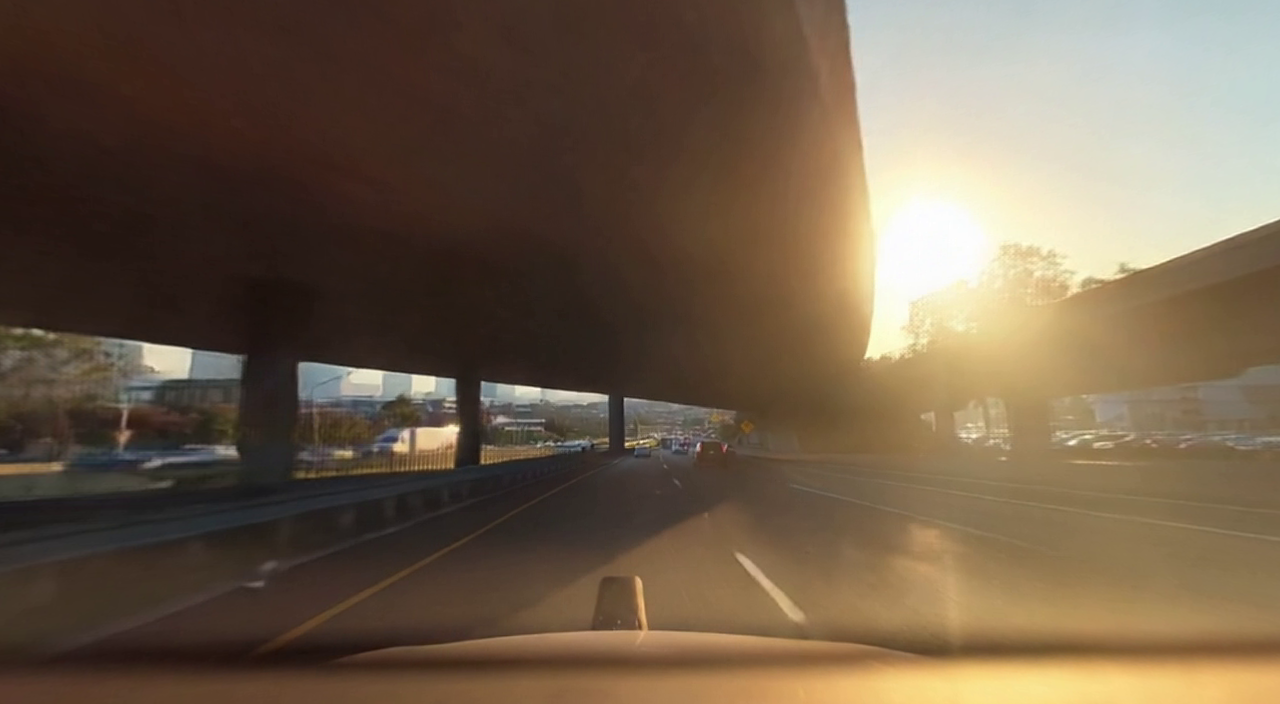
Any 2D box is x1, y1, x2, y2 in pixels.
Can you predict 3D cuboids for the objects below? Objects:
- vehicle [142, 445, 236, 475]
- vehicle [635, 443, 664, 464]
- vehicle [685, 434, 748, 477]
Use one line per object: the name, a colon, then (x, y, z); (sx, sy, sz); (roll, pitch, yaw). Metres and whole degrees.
vehicle: (-23.777, 5.717, 33.543); (1.740, 1.468, 4.371); (0, -9, 1)
vehicle: (0.714, 7.635, 47.569); (2.046, 1.475, 3.784); (0, -9, 1)
vehicle: (3.399, 4.751, 29.208); (2.226, 1.779, 4.835); (0, -9, -1)
